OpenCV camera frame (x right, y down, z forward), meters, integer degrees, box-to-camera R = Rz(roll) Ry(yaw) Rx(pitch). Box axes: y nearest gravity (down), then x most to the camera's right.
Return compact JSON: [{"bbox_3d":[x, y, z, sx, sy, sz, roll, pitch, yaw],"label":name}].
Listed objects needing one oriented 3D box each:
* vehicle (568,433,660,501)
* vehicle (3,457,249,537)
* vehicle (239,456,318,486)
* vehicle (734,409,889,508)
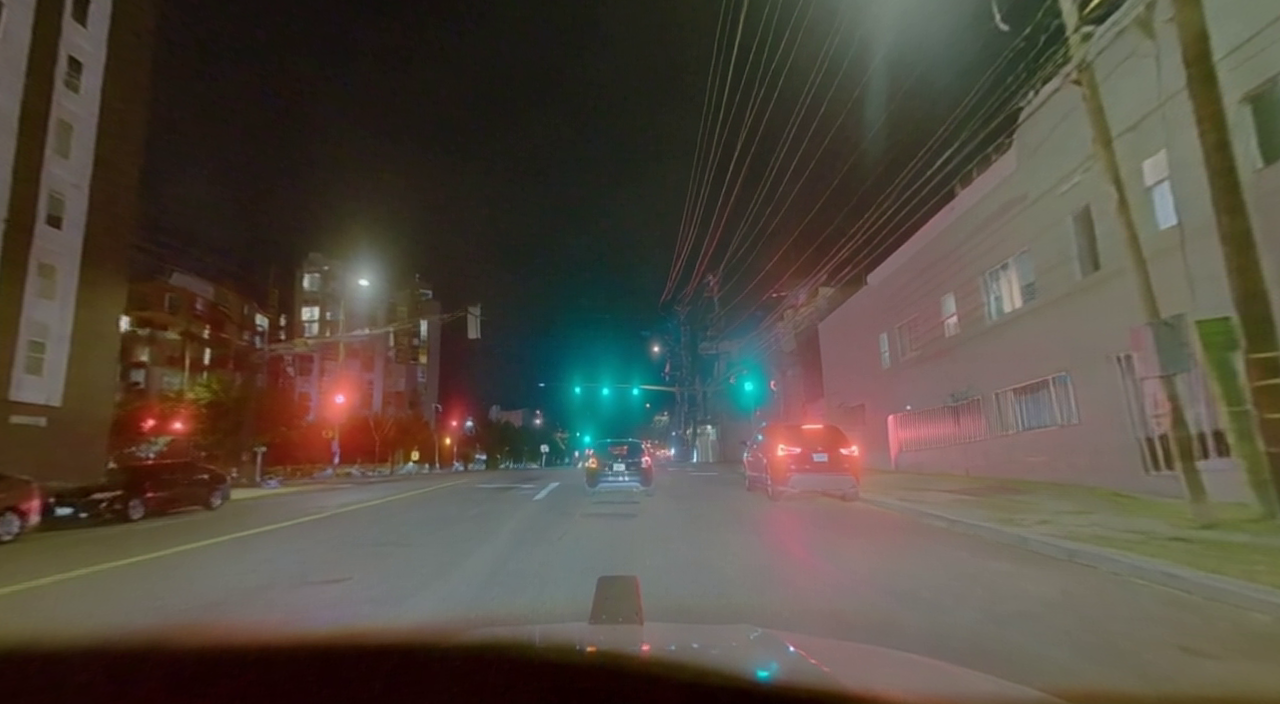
[{"bbox_3d":[-0.573,2.820,15.913,2.019,1.453,4.129,0,-8,0],"label":"vehicle"},{"bbox_3d":[-11.921,3.337,15.221,1.910,1.498,4.662,-1,-8,2],"label":"vehicle"},{"bbox_3d":[-25.402,8.382,44.484,4.337,1.739,1.981,-4,-11,-1],"label":"vehicle"},{"bbox_3d":[3.777,2.478,15.110,2.248,1.945,5.011,0,-8,0],"label":"vehicle"}]
